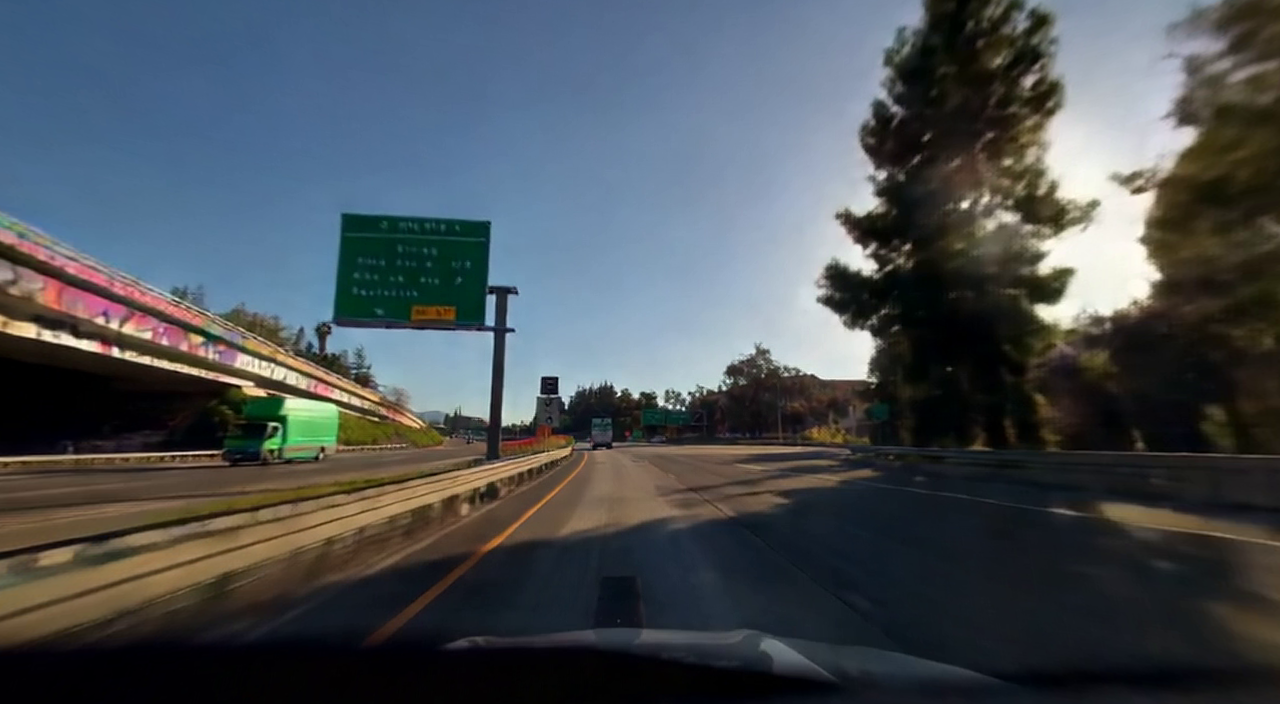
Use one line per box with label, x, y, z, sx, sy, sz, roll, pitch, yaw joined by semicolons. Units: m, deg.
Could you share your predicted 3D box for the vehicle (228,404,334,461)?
vehicle;-19.311;4.415;34.317;2.354;2.823;5.911;0;-8;-2
